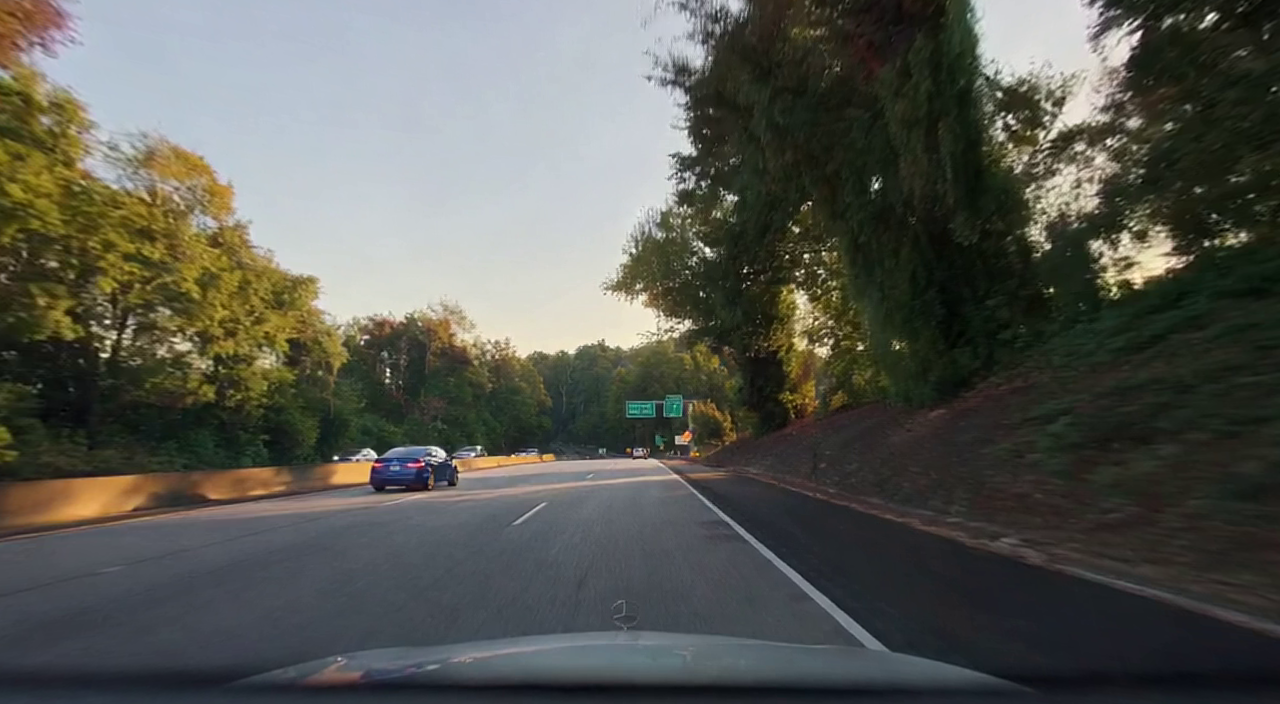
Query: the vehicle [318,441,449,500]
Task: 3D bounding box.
[{"bbox_3d":[-7.687,3.574,19.509,2.094,1.579,4.655,0,-9,0],"label":"vehicle"}]
